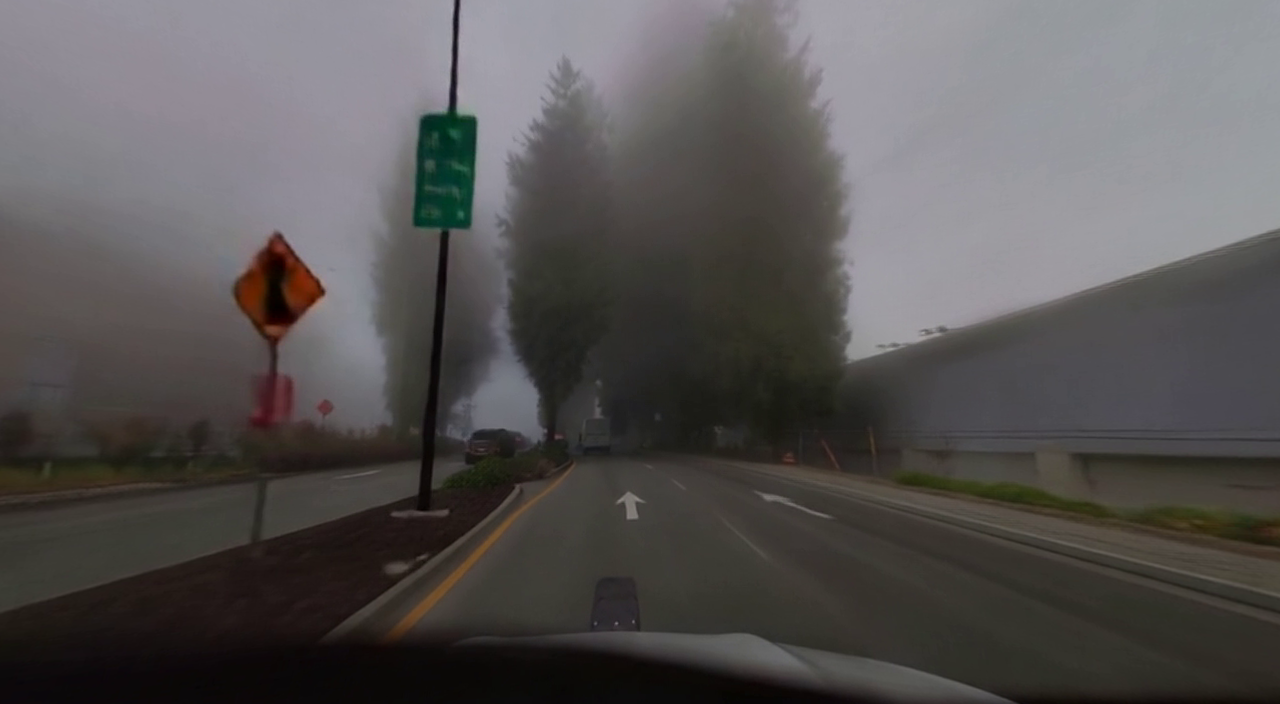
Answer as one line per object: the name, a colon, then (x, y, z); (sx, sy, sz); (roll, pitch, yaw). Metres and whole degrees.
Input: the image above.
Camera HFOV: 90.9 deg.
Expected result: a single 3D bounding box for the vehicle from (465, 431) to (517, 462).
vehicle: (-8.228, 5.266, 35.189); (2.120, 1.610, 3.917); (1, -8, -3)
